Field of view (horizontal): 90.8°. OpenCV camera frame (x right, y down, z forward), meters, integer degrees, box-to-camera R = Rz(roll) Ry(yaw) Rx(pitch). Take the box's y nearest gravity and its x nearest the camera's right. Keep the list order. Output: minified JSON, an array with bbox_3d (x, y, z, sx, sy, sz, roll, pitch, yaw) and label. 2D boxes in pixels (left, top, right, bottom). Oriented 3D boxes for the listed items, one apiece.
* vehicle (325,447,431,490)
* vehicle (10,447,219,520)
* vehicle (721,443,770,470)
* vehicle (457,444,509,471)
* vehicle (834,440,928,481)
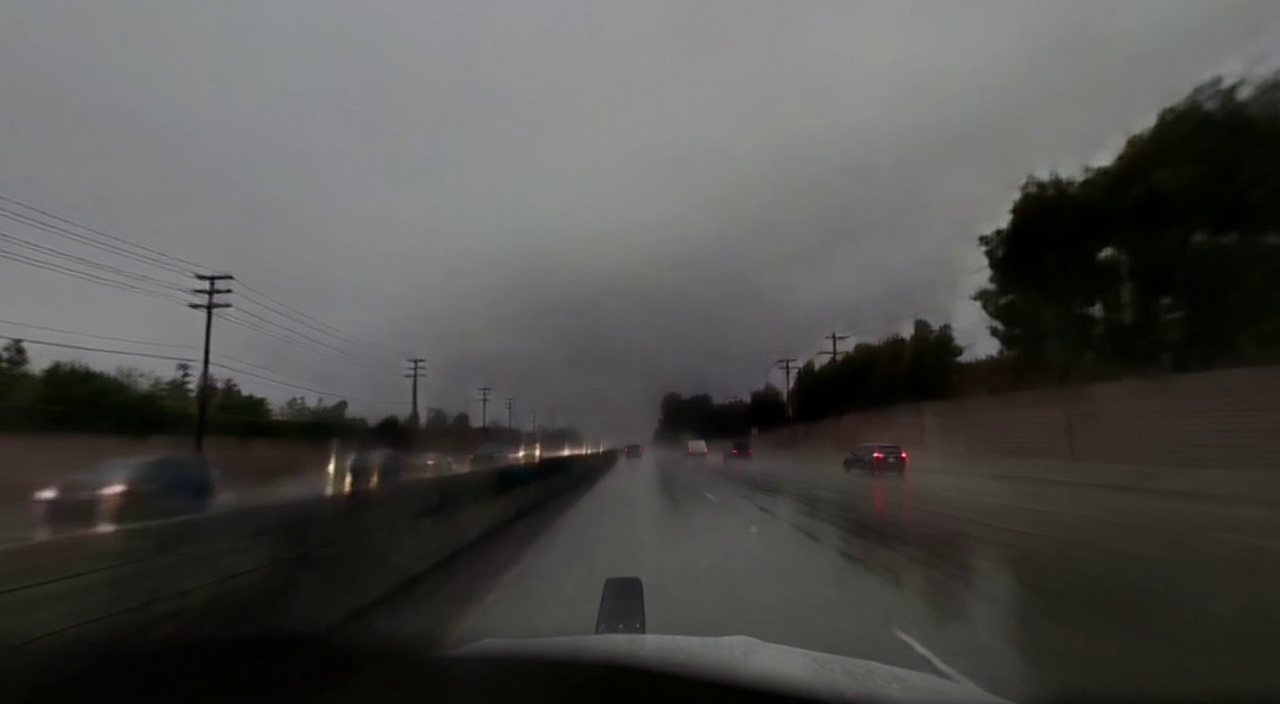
[{"bbox_3d":[-10.038,4.469,24.664,2.259,1.507,4.362,0,-9,0],"label":"vehicle"},{"bbox_3d":[-13.134,3.242,16.195,1.843,1.602,4.040,0,-9,0],"label":"vehicle"},{"bbox_3d":[6.313,6.298,38.268,2.069,1.520,4.614,0,-9,-1],"label":"vehicle"},{"bbox_3d":[-10.246,6.890,41.585,2.225,1.643,4.403,0,-8,1],"label":"vehicle"},{"bbox_3d":[9.717,4.391,25.897,1.969,1.506,4.422,0,-9,-1],"label":"vehicle"}]
